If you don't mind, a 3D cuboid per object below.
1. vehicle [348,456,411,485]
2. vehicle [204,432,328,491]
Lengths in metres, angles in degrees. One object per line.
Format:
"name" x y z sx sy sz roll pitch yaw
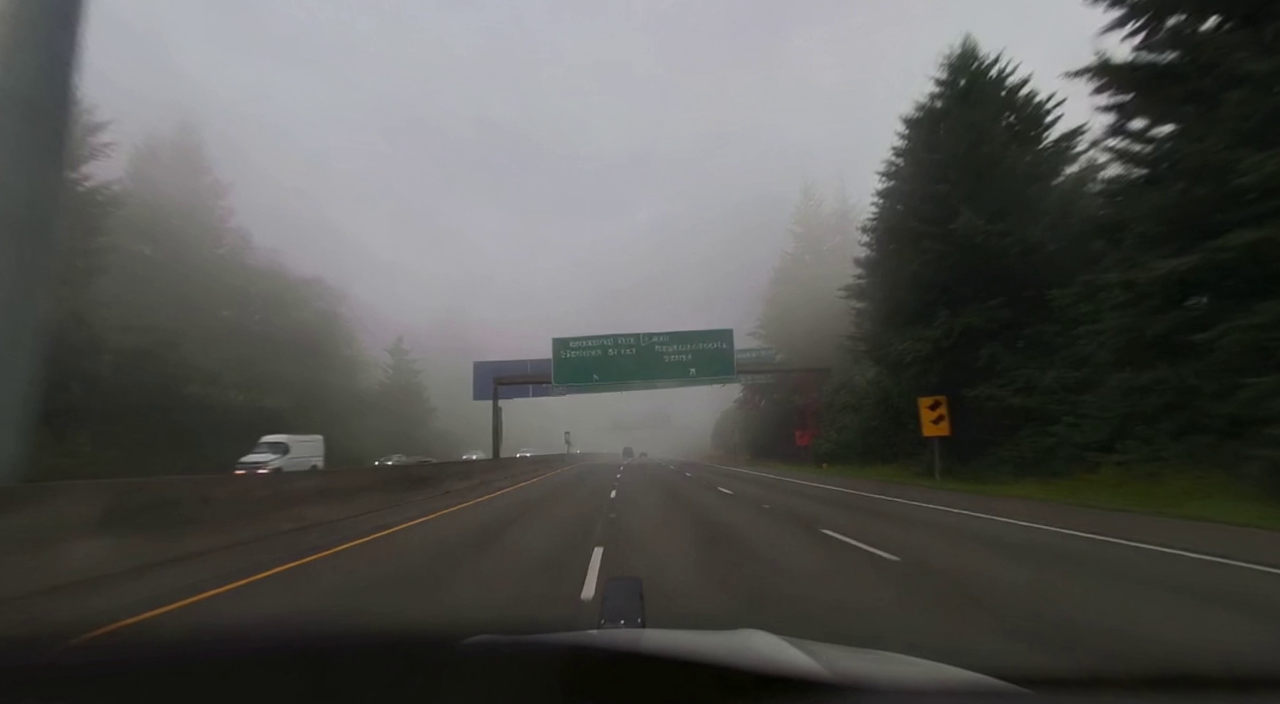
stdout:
"vehicle" -14.401 6.568 35.040 1.870 1.449 3.742 0 -9 0
"vehicle" -18.596 5.473 31.853 2.383 2.644 6.169 0 -9 0
